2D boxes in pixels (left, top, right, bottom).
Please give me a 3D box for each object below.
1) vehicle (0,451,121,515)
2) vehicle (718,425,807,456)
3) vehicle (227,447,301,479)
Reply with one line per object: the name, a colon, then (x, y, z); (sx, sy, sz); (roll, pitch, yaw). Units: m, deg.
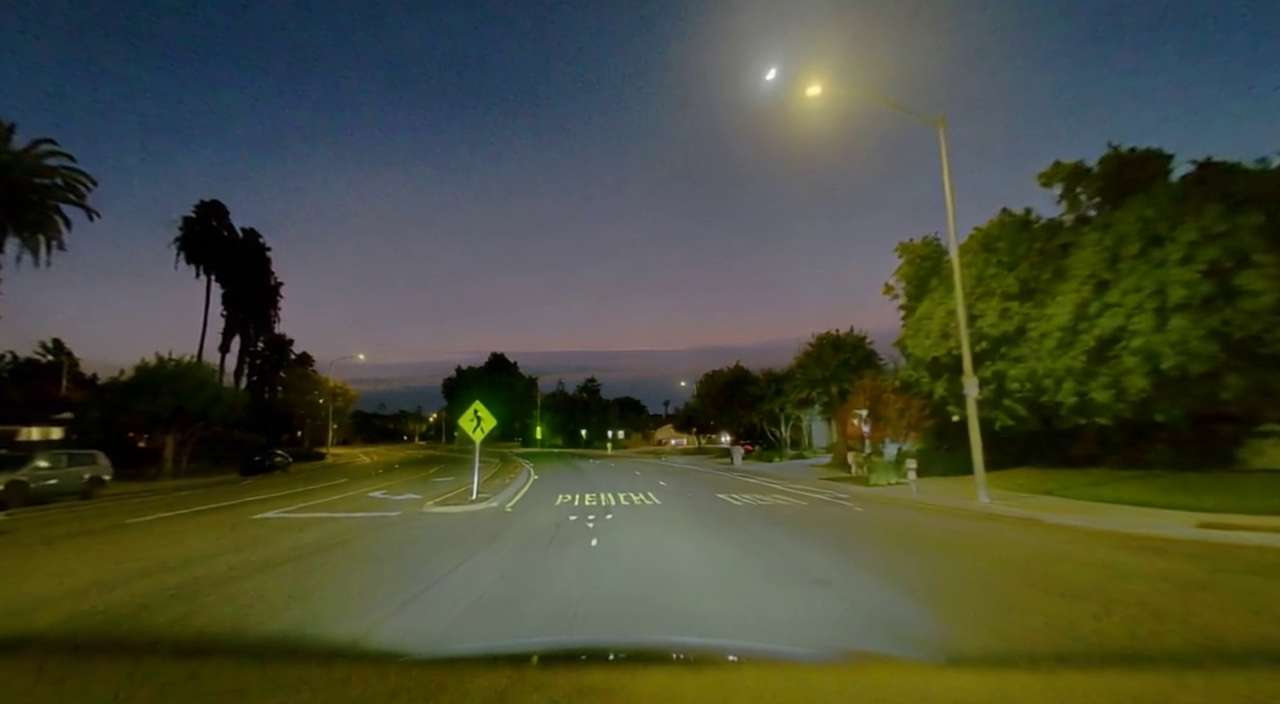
vehicle: (-17.070, 3.504, 17.230); (1.997, 1.514, 4.632); (1, -8, -4)
vehicle: (8.719, 6.384, 45.207); (6.051, 2.092, 2.231); (-2, -11, 10)
vehicle: (-19.572, 5.762, 33.034); (1.941, 1.470, 4.384); (0, -8, -12)
